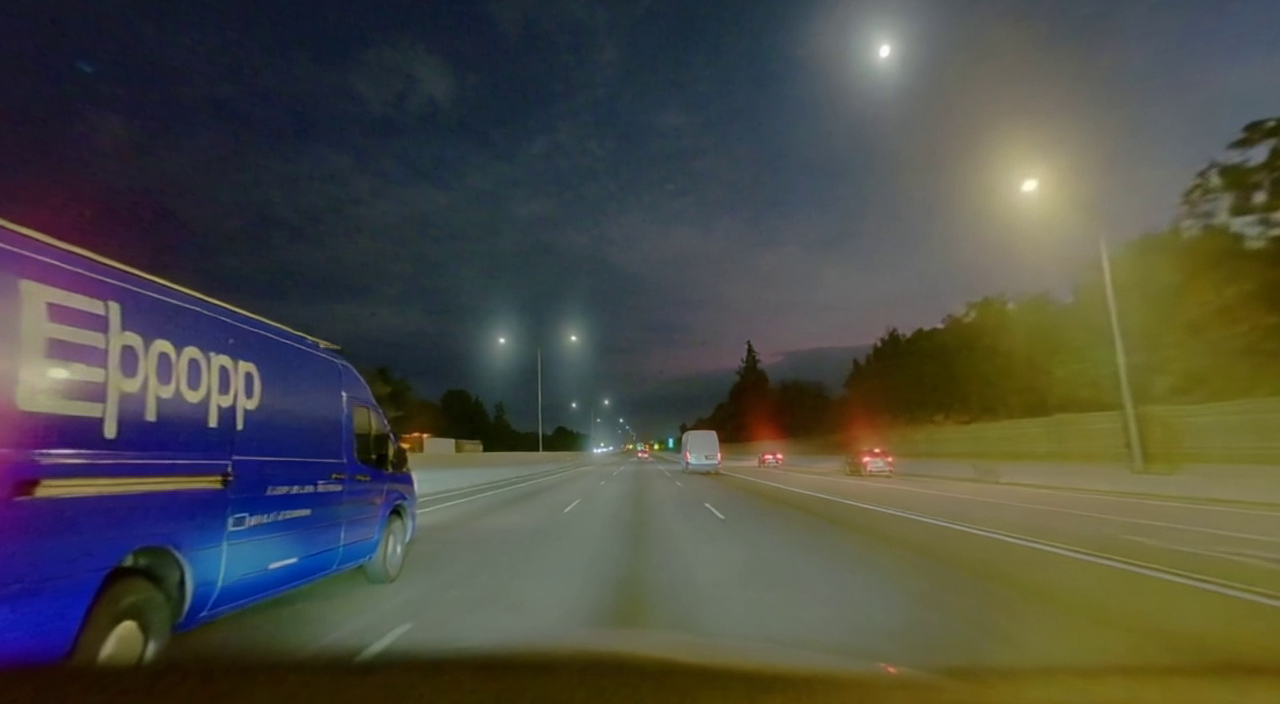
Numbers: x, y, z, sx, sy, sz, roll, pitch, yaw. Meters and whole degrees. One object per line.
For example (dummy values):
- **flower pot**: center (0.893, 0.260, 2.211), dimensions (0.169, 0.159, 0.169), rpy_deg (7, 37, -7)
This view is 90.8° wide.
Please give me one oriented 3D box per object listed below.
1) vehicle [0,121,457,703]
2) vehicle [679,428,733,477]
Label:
- **vehicle**: center (-3.505, 0.801, 4.550), dimensions (2.409, 2.523, 6.275), rpy_deg (0, -9, 0)
- **vehicle**: center (3.674, 5.786, 36.364), dimensions (2.373, 2.561, 5.922), rpy_deg (0, -9, -1)
